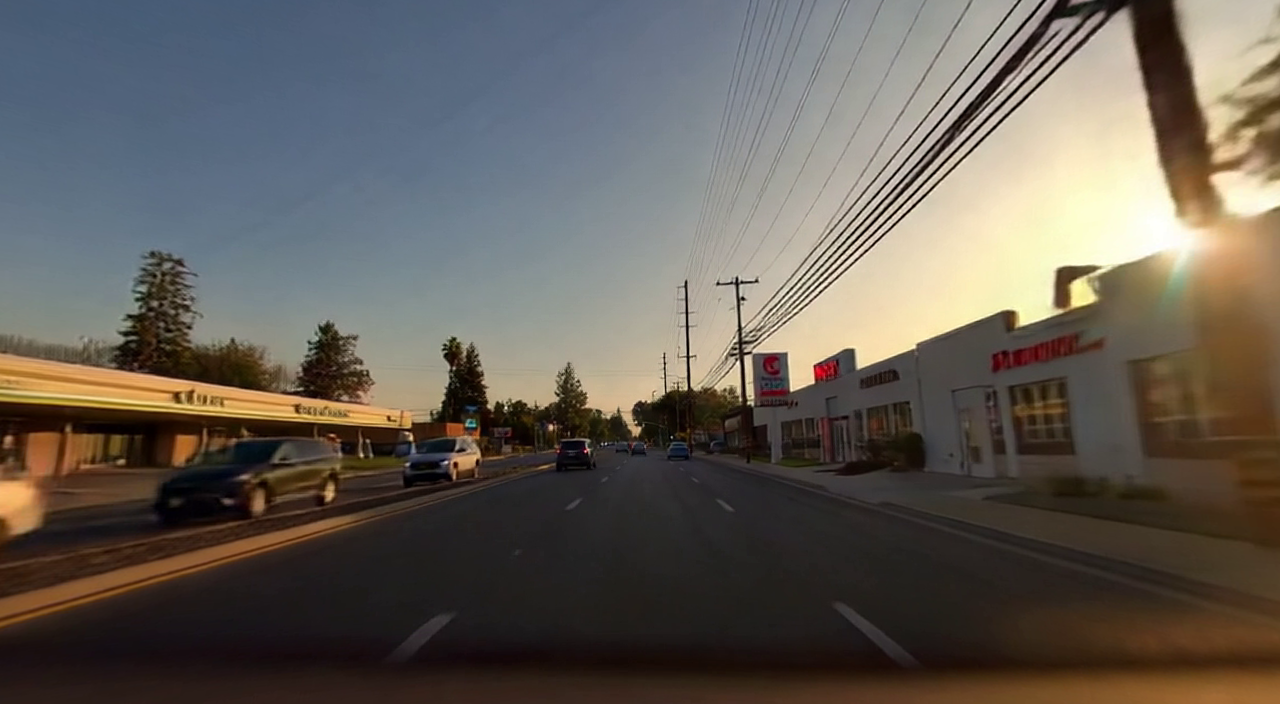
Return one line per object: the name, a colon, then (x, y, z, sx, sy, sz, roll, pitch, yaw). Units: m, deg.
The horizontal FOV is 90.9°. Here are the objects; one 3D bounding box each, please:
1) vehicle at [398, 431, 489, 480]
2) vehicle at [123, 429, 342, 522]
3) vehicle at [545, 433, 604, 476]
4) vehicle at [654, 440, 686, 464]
vehicle: (-7.823, 4.179, 25.662, 2.009, 1.773, 4.925, -1, -8, 2)
vehicle: (-8.159, 2.483, 13.183, 1.795, 1.607, 4.059, -1, -8, 1)
vehicle: (-2.715, 4.368, 27.078, 2.047, 1.664, 4.148, -1, -8, 1)
vehicle: (1.956, 6.491, 41.064, 1.978, 1.455, 4.195, -1, -8, 2)
